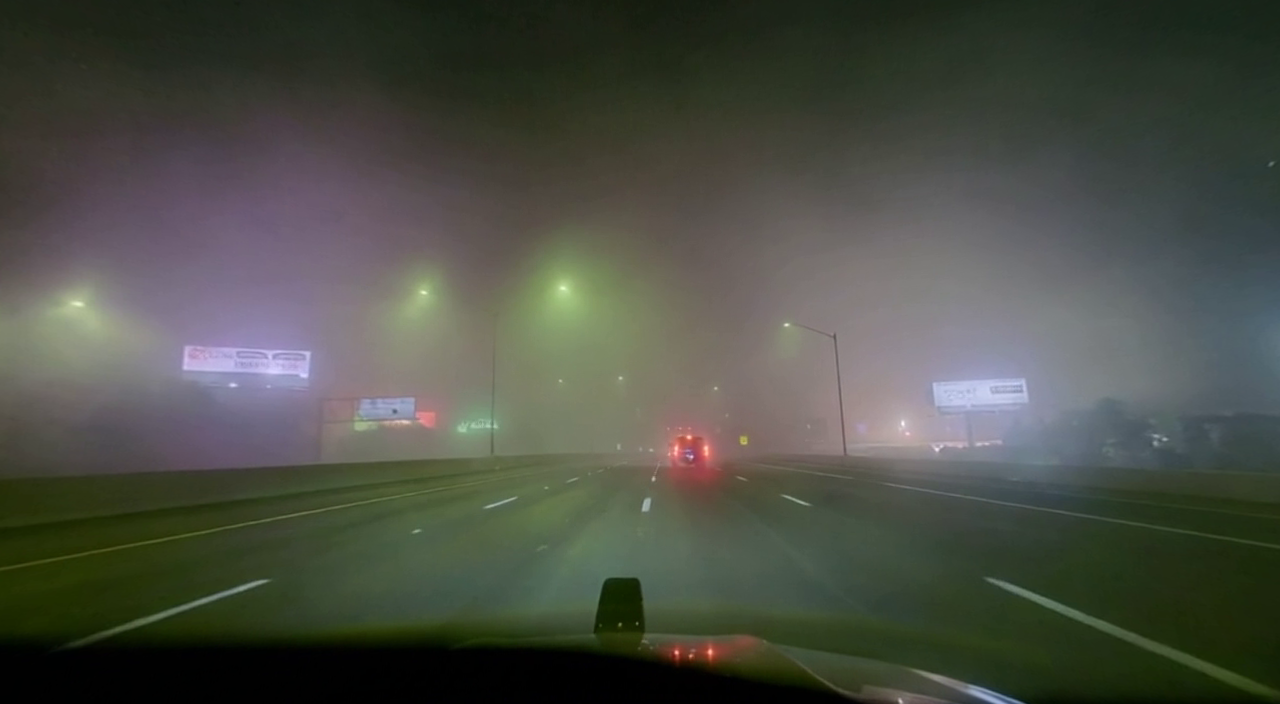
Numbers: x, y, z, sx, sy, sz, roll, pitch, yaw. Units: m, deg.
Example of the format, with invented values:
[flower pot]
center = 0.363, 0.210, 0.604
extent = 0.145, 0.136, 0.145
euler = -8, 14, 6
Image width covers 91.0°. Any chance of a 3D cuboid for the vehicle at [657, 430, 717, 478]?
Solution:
[vehicle]
center = 2.290, 5.190, 32.237
extent = 2.740, 2.157, 6.300
euler = -1, -9, 2
